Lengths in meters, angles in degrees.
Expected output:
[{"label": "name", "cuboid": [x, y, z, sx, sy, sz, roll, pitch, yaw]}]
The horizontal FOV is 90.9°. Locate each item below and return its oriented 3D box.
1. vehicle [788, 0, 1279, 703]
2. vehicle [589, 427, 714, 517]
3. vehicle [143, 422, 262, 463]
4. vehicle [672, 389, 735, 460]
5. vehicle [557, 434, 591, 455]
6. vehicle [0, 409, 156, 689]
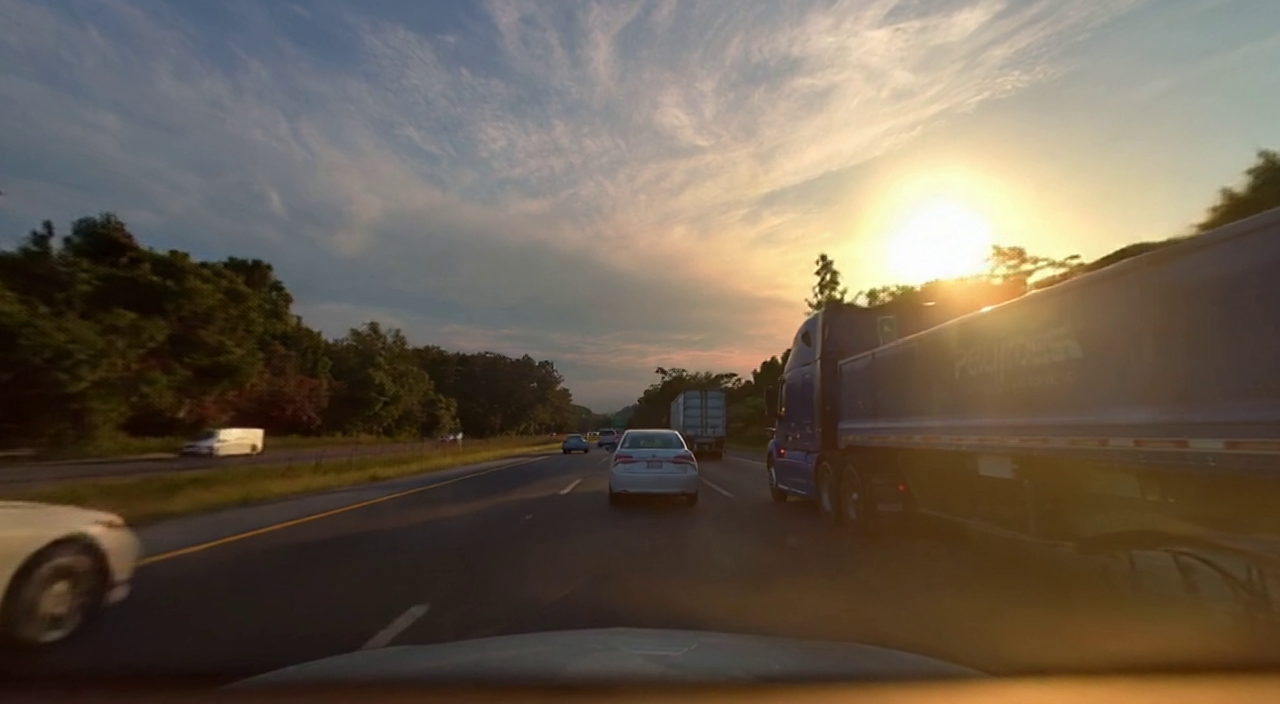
[{"label": "vehicle", "cuboid": [4.158, -0.082, 4.315, 2.816, 4.070, 14.136, 0, -8, 0]}, {"label": "vehicle", "cuboid": [0.171, 2.186, 12.010, 2.021, 1.435, 3.611, 0, -8, -1]}, {"label": "vehicle", "cuboid": [-22.210, 4.630, 32.351, 2.126, 1.905, 5.320, 0, -8, 2]}, {"label": "vehicle", "cuboid": [3.977, 5.078, 43.112, 2.869, 4.067, 13.731, 0, -8, 0]}, {"label": "vehicle", "cuboid": [-4.793, 6.749, 46.172, 1.983, 1.434, 4.451, 0, -8, 0]}, {"label": "vehicle", "cuboid": [-4.374, 0.866, 2.068, 2.048, 1.452, 4.430, 0, -8, 0]}]
